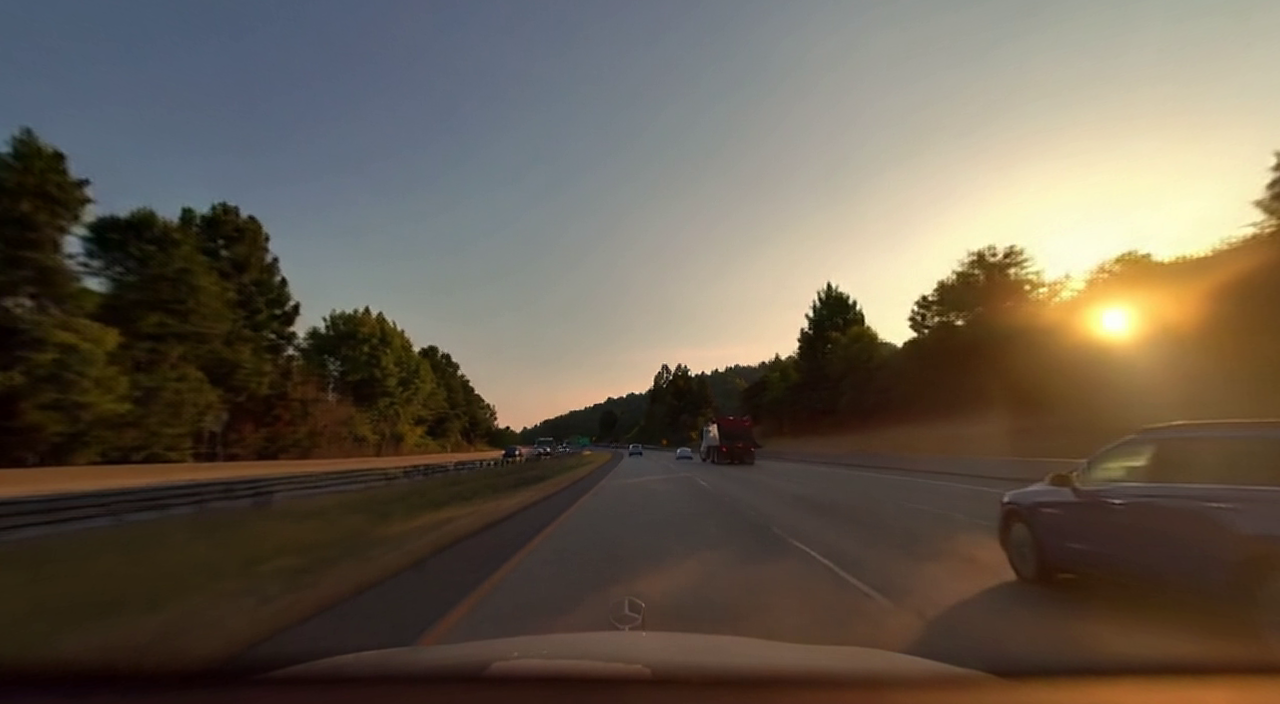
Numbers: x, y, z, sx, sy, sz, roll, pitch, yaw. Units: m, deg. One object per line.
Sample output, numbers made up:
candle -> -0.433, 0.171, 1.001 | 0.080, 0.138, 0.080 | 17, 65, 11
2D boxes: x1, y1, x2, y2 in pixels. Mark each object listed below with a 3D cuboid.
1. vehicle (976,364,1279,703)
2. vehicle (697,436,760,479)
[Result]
vehicle -> 3.900, 0.927, 3.314 | 2.005, 1.604, 4.002 | 0, -9, 0
vehicle -> 3.691, 4.496, 27.082 | 2.022, 1.658, 4.132 | 0, -9, -1
